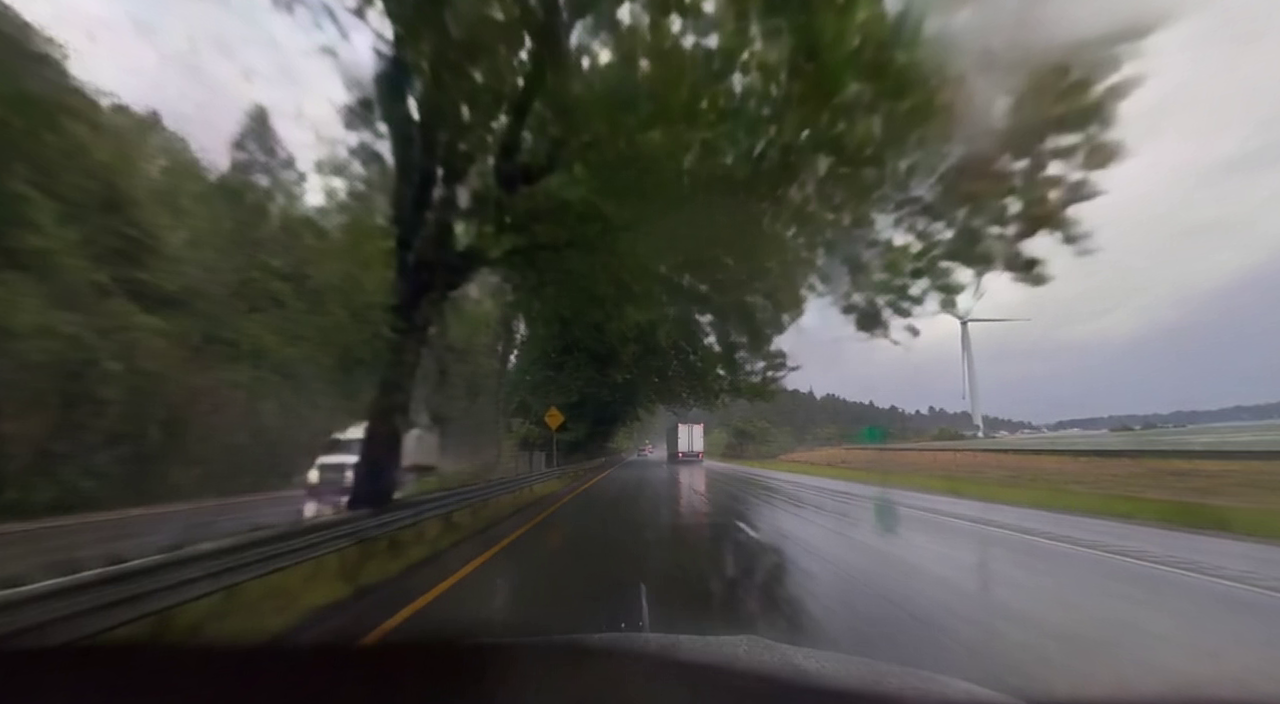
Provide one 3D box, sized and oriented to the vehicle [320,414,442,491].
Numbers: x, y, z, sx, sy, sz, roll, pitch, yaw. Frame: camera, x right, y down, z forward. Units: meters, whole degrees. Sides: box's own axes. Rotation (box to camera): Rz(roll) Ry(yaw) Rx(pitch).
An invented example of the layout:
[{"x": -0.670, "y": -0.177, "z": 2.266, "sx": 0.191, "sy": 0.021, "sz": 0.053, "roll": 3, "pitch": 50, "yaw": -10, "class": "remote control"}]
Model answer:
[{"x": -12.753, "y": 5.073, "z": 31.882, "sx": 2.829, "sy": 3.363, "sz": 7.469, "roll": 0, "pitch": -9, "yaw": 1, "class": "vehicle"}]
